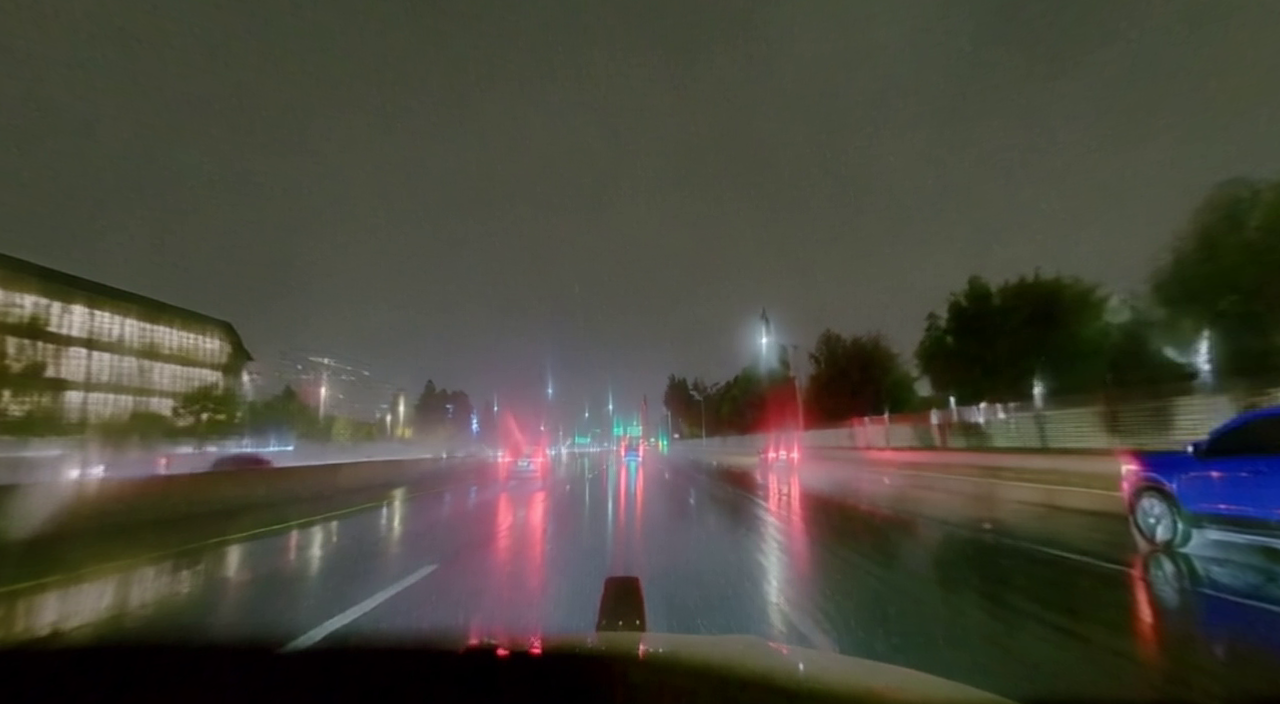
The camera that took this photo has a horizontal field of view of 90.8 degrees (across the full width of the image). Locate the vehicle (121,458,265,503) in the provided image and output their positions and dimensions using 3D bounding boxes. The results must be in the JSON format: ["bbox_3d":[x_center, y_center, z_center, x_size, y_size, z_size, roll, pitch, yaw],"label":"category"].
[{"bbox_3d":[-17.739,5.091,25.497,2.012,1.481,5.231,-1,-8,-1],"label":"vehicle"}]

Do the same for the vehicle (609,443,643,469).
[{"bbox_3d":[-0.853,6.420,39.349,1.997,1.485,4.094,-1,-8,-1],"label":"vehicle"}]

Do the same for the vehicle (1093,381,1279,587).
[{"bbox_3d":[6.646,1.122,5.361,2.028,1.801,4.741,-1,-8,0],"label":"vehicle"}]

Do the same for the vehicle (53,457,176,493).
[{"bbox_3d":[-32.347,7.558,39.228,2.435,1.928,5.963,-1,-8,0],"label":"vehicle"}]

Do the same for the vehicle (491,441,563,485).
[{"bbox_3d":[-4.165,4.165,24.094,1.886,1.465,4.625,-1,-8,0],"label":"vehicle"}]
